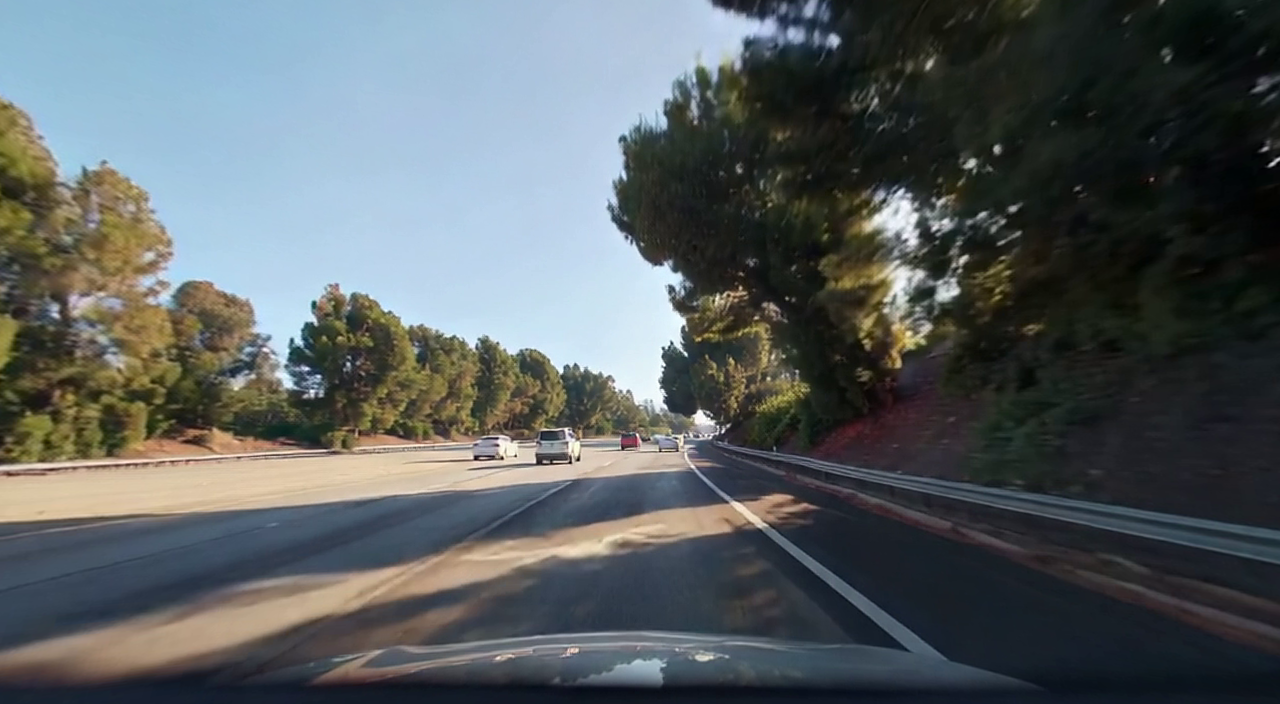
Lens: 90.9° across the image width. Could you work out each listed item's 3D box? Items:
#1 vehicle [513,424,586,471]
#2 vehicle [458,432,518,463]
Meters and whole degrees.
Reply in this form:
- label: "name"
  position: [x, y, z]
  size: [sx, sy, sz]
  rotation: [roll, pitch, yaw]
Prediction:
- label: "vehicle"
  position: [-3.495, 3.811, 25.344]
  size: [2.071, 1.716, 4.363]
  rotation: [0, -8, 3]
- label: "vehicle"
  position: [-7.596, 4.813, 31.963]
  size: [1.883, 1.411, 4.053]
  rotation: [0, -8, 3]
